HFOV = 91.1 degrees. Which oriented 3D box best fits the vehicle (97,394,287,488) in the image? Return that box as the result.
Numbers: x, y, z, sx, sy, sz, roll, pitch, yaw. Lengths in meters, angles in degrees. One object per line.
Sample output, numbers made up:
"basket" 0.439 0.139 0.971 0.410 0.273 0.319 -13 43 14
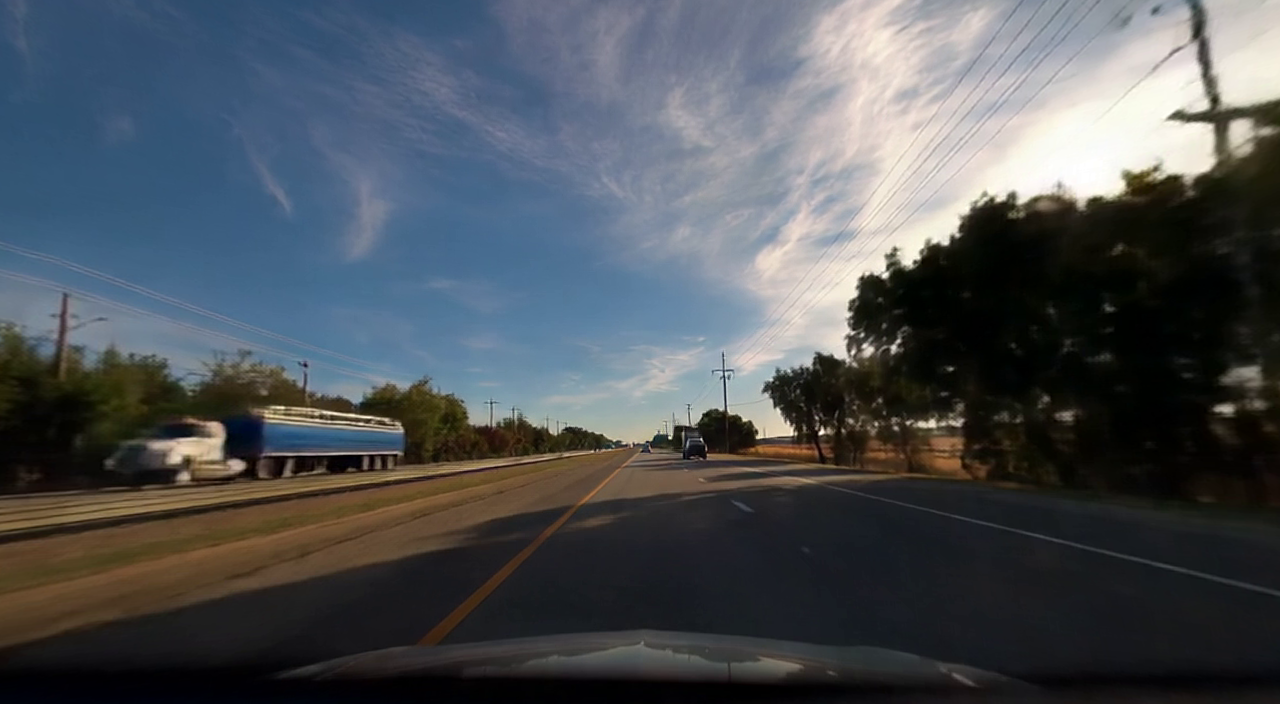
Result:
"vehicle" -21.600 4.434 31.193 3.064 3.969 8.359 0 -8 1
